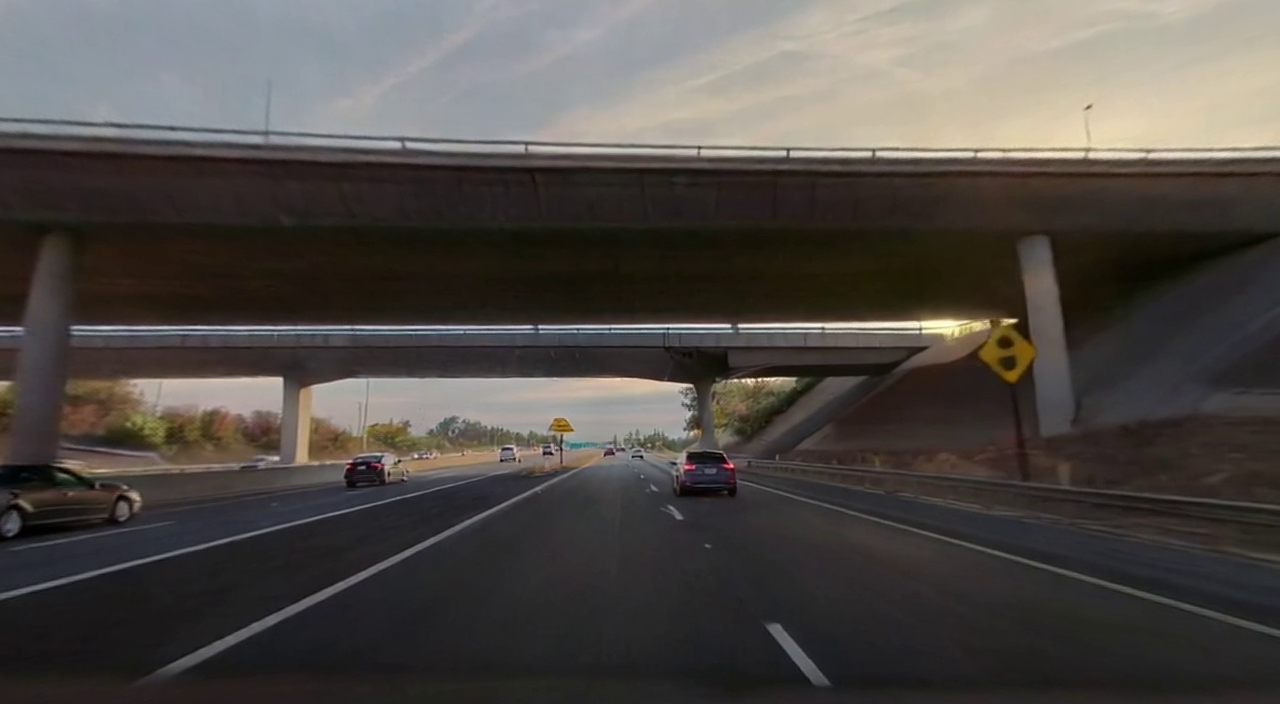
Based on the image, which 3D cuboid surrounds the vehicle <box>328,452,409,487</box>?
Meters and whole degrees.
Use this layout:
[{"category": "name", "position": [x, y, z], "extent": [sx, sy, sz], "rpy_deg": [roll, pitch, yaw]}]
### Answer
[{"category": "vehicle", "position": [-13.286, 5.750, 31.166], "extent": [2.072, 1.545, 4.687], "rpy_deg": [1, -9, -3]}]

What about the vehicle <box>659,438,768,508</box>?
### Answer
[{"category": "vehicle", "position": [1.700, 3.026, 16.215], "extent": [2.079, 1.535, 4.316], "rpy_deg": [1, -9, -3]}]
